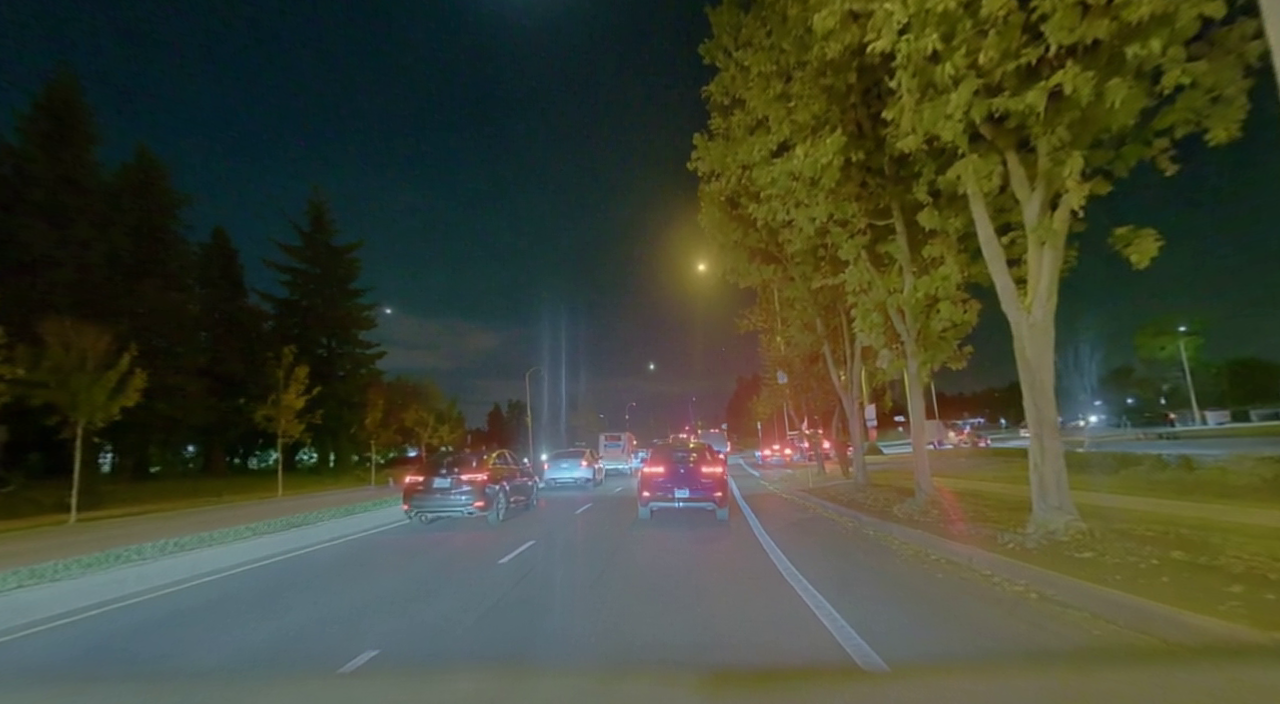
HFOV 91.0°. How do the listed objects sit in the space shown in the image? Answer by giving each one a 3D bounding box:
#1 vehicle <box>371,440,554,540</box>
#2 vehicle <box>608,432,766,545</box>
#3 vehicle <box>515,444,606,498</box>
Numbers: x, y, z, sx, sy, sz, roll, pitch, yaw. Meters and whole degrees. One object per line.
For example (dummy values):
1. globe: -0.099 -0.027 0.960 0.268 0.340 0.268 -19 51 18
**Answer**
1. vehicle: -3.028 2.445 11.847 1.940 1.502 4.241 -1 -9 4
2. vehicle: 0.687 2.190 10.736 2.142 1.528 4.133 0 -9 1
3. vehicle: -2.332 3.639 19.692 1.870 1.490 4.187 -1 -9 6
